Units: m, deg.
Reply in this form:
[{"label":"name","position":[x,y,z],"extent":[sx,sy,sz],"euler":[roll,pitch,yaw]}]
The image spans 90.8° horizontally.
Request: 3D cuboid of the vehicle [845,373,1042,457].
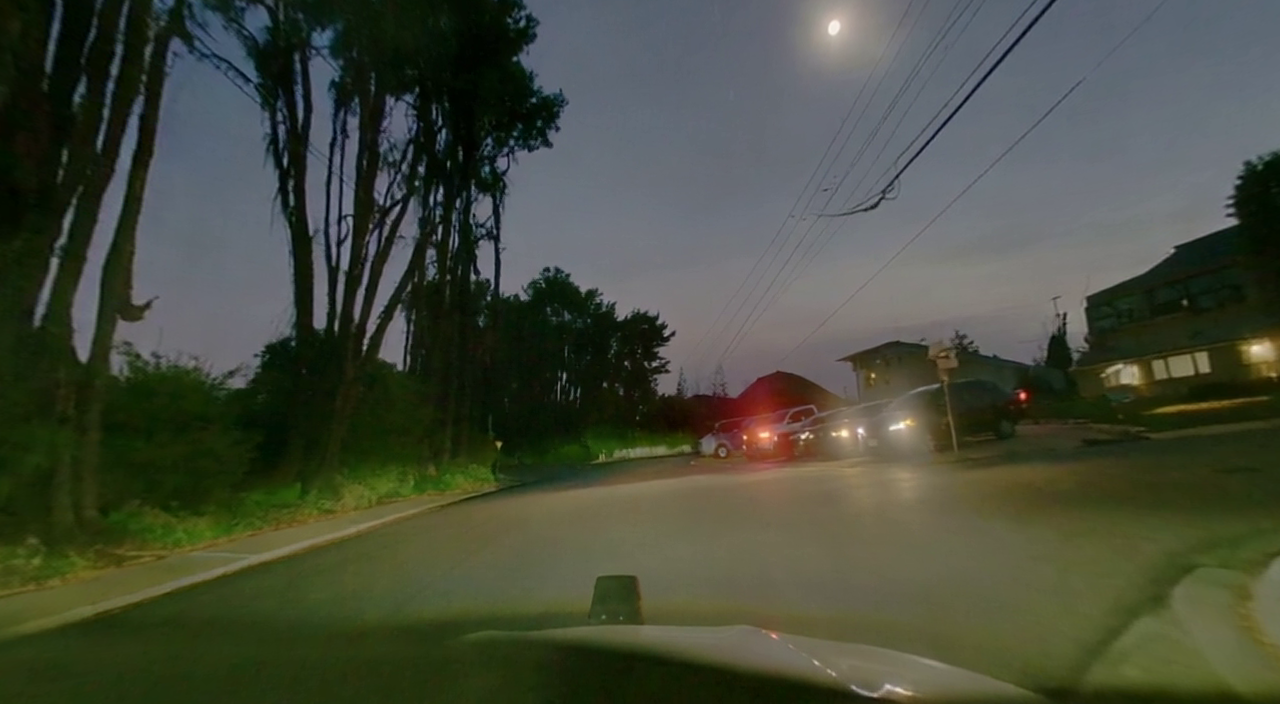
[{"label":"vehicle","position":[8.052,1.719,16.764],"extent":[4.780,1.984,1.896],"euler":[3,-9,-23]}]
